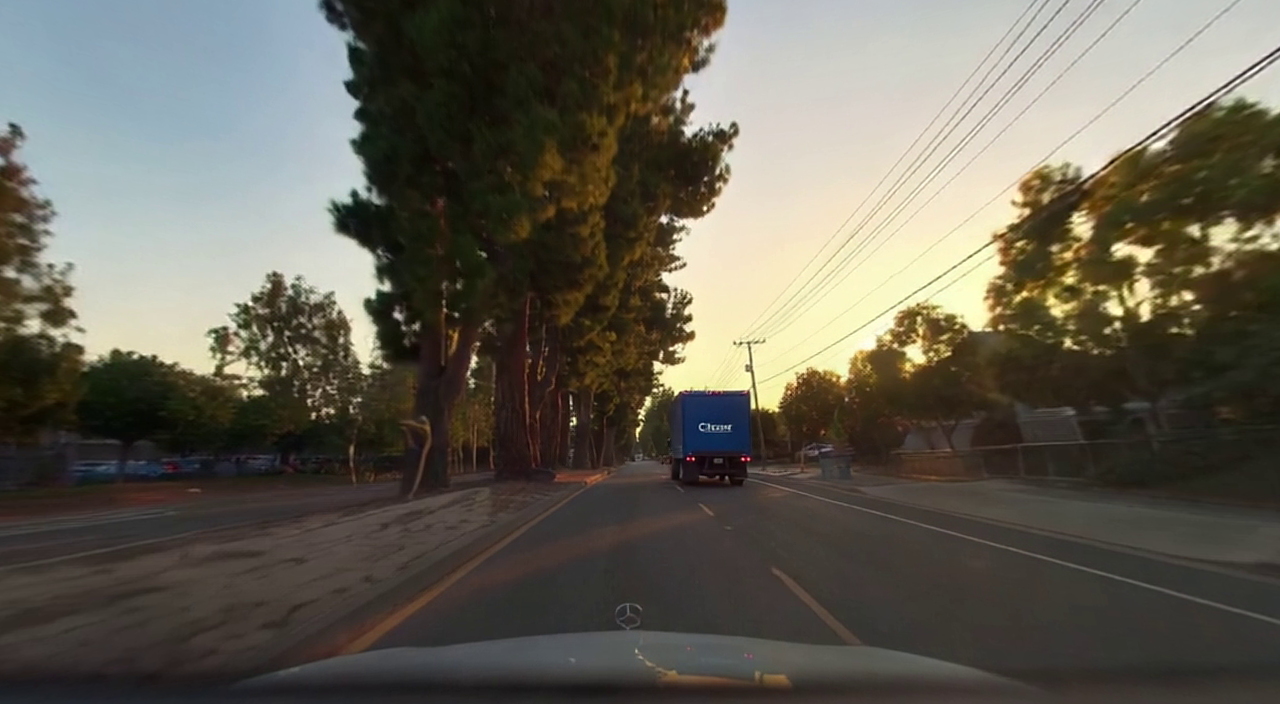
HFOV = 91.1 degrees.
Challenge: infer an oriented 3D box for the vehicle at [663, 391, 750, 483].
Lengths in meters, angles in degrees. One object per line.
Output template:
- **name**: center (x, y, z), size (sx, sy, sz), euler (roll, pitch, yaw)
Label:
- **vehicle**: center (2.952, 4.224, 30.922), size (2.973, 3.848, 9.336), euler (0, -8, -2)
